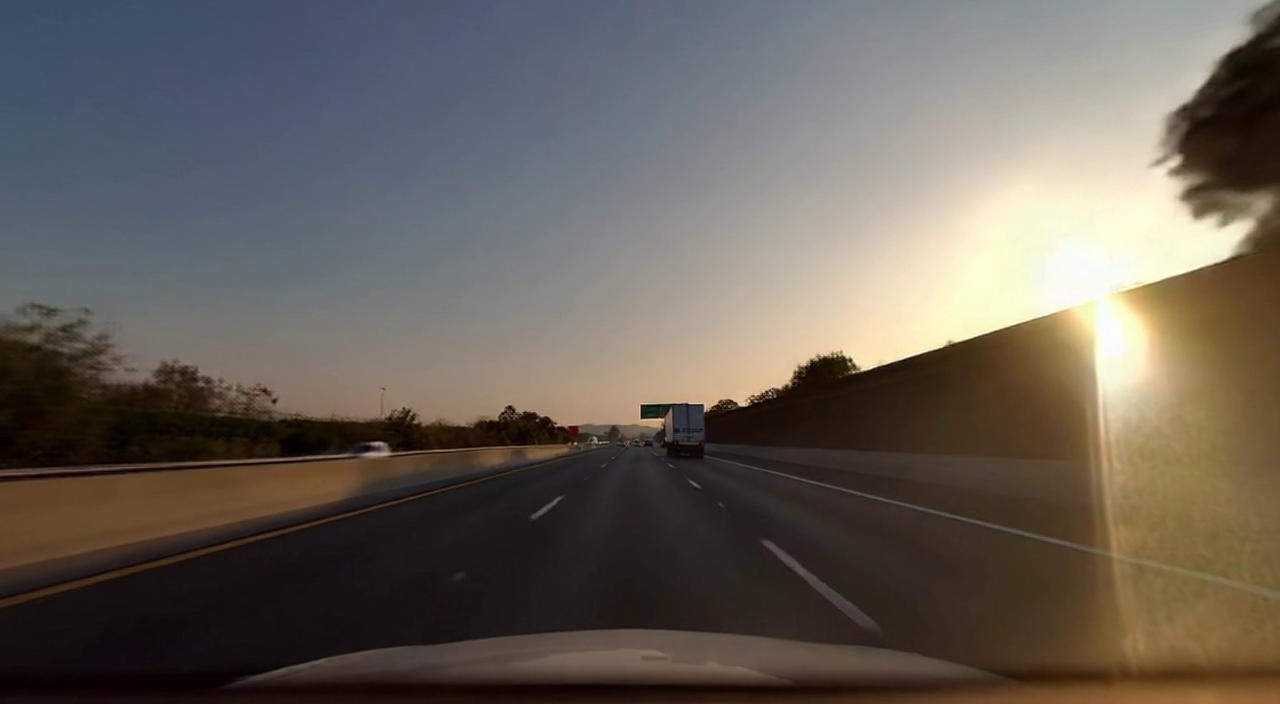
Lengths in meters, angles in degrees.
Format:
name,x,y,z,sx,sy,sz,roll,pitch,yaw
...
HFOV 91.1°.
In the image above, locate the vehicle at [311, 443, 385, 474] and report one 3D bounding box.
name,x,y,z,sx,sy,sz,roll,pitch,yaw
vehicle,-16.242,5.912,35.210,1.925,1.554,4.674,0,-8,0
